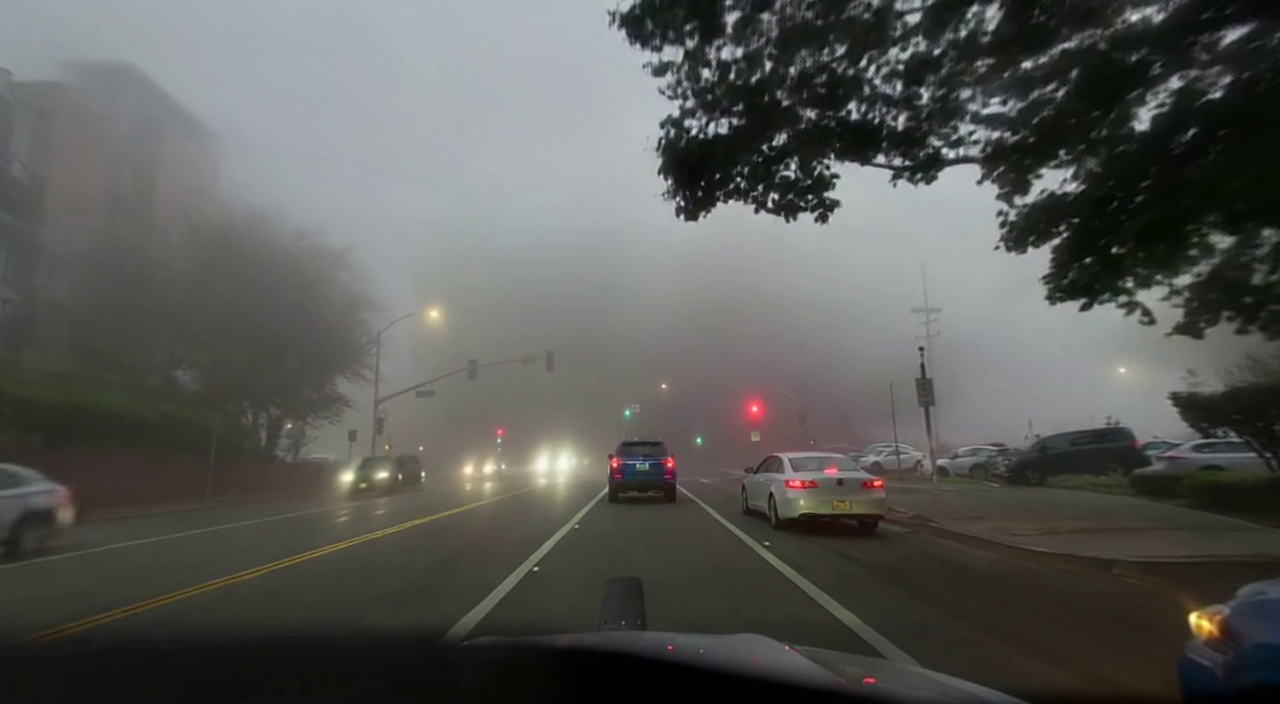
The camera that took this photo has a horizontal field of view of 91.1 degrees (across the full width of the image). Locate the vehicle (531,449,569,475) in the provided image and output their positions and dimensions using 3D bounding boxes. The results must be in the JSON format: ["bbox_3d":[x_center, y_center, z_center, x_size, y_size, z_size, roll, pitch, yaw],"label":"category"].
[{"bbox_3d":[-6.494,7.969,45.732,2.092,1.802,4.270,0,-9,1],"label":"vehicle"}]

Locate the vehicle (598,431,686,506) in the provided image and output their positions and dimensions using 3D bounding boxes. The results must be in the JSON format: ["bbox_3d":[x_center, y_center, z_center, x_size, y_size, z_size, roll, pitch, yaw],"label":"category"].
[{"bbox_3d":[0.032,3.370,18.583,2.296,1.947,4.168,0,-9,-1],"label":"vehicle"}]

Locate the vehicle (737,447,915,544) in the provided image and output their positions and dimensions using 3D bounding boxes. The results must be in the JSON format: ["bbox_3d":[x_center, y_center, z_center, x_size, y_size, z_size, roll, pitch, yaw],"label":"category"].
[{"bbox_3d":[3.244,2.565,12.018,1.900,1.478,4.425,0,-9,-2],"label":"vehicle"}]

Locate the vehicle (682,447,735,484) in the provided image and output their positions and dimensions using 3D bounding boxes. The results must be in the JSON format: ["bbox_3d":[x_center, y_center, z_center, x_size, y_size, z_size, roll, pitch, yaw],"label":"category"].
[{"bbox_3d":[3.382,5.692,31.840,2.138,1.729,4.178,0,-9,-1],"label":"vehicle"}]

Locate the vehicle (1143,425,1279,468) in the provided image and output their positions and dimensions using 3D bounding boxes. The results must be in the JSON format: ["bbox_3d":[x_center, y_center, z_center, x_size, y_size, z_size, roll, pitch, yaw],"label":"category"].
[{"bbox_3d":[26.776,4.394,29.275,4.704,1.919,2.130,0,-9,-1],"label":"vehicle"}]

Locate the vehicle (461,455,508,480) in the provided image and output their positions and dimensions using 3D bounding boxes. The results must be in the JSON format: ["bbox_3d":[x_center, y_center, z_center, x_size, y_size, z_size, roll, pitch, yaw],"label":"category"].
[{"bbox_3d":[-10.138,7.546,41.226,1.962,1.458,4.505,0,-9,0],"label":"vehicle"}]

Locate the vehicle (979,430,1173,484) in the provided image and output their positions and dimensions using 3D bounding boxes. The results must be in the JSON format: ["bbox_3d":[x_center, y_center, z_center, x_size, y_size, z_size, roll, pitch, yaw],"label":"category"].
[{"bbox_3d":[13.695,3.301,19.927,4.648,1.583,2.018,0,-9,-2],"label":"vehicle"}]

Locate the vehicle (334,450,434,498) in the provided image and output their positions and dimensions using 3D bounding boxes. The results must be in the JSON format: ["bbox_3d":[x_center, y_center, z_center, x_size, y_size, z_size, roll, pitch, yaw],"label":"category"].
[{"bbox_3d":[-10.394,4.944,25.968,2.161,1.764,4.725,0,-9,-1],"label":"vehicle"}]
